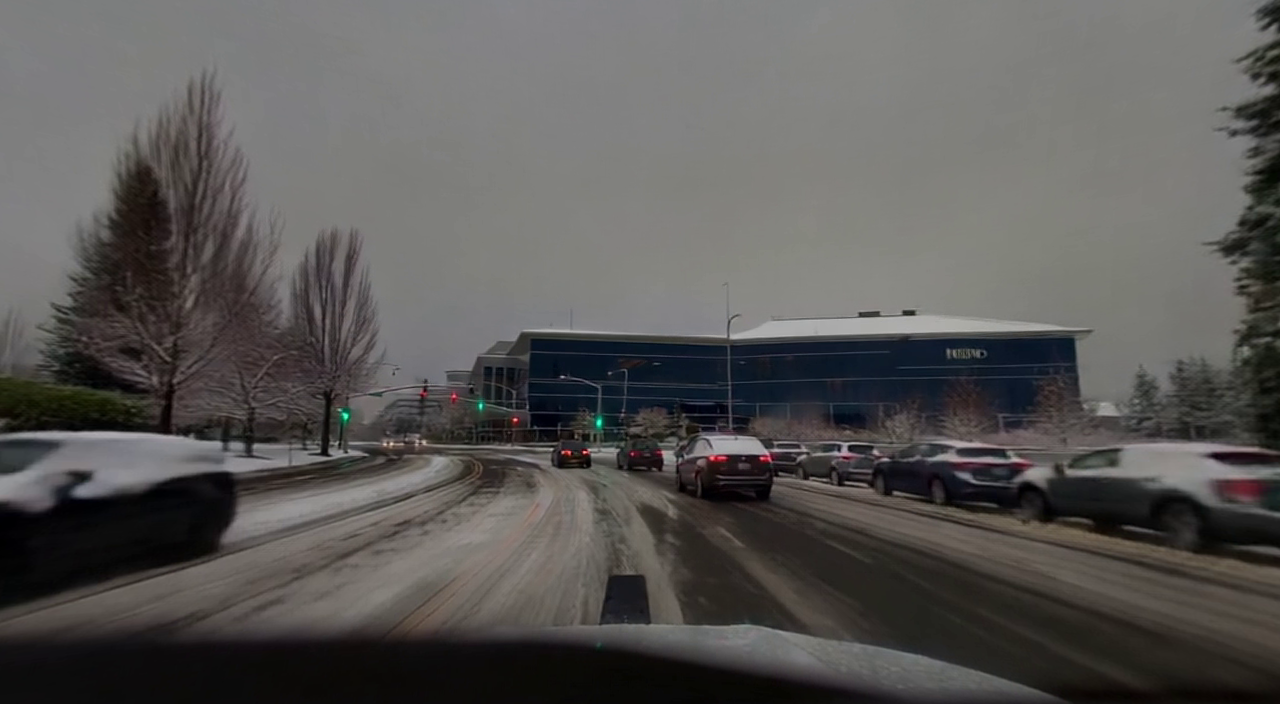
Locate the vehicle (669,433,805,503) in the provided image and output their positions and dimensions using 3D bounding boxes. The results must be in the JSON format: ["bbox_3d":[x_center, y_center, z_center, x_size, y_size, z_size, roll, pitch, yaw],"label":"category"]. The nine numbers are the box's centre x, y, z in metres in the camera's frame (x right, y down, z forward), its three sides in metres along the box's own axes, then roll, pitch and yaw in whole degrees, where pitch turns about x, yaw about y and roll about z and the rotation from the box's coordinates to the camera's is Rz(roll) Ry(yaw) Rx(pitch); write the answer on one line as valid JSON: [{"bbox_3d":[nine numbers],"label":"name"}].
[{"bbox_3d":[2.179,2.810,15.711,2.280,1.472,4.426,1,-8,-6],"label":"vehicle"}]

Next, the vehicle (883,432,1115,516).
[{"bbox_3d":[7.287,2.515,13.566,1.882,1.469,4.766,1,-8,-5],"label":"vehicle"}]

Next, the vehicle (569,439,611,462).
[{"bbox_3d":[-3.519,6.739,43.359,1.957,1.463,4.701,2,-9,-15],"label":"vehicle"}]

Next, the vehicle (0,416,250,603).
[{"bbox_3d":[-6.446,1.467,6.383,2.325,1.509,4.340,1,-8,-3],"label":"vehicle"}]

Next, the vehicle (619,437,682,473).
[{"bbox_3d":[0.375,4.647,28.602,1.984,1.476,4.488,2,-9,-11],"label":"vehicle"}]

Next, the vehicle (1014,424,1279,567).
[{"bbox_3d":[7.546,1.802,8.601,1.890,1.488,4.567,1,-8,-3],"label":"vehicle"}]

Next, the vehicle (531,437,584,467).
[{"bbox_3d":[-4.713,5.601,35.365,2.308,1.535,4.811,2,-9,-15],"label":"vehicle"}]

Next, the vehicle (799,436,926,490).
[{"bbox_3d":[6.633,3.360,19.423,1.820,1.450,4.408,1,-8,-8],"label":"vehicle"}]
